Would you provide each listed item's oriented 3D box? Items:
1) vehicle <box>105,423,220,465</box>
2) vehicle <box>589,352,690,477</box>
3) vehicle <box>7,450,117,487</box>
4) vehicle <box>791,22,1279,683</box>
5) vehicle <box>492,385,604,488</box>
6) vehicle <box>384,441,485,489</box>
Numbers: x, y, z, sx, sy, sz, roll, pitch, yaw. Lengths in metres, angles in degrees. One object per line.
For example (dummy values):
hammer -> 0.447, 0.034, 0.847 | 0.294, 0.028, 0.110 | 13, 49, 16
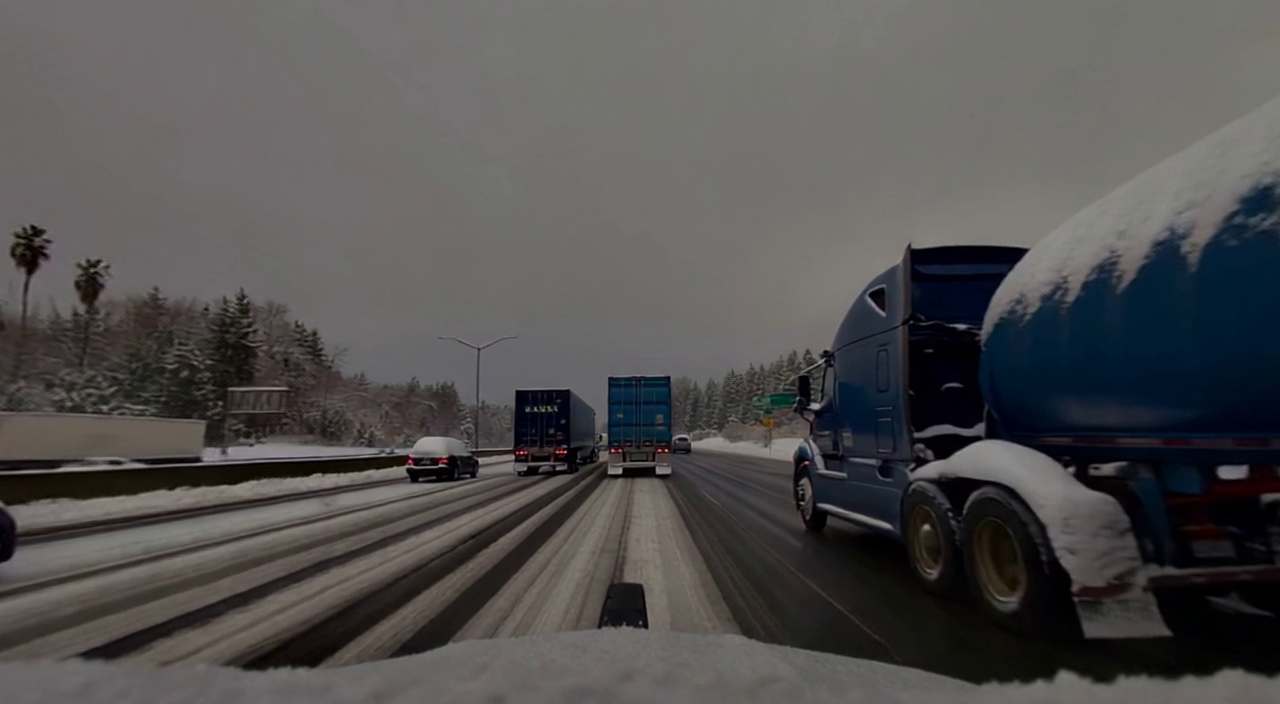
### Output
vehicle -> -31.554, 6.125, 42.015 | 2.618, 2.576, 6.182 | -1, -8, 2
vehicle -> -0.002, 3.370, 28.729 | 3.097, 3.856, 18.209 | -1, -9, 0
vehicle -> -24.516, 4.913, 26.894 | 1.495, 1.363, 3.346 | -2, -8, 1
vehicle -> 4.138, 0.347, 7.204 | 3.066, 3.991, 6.942 | 0, -8, 1
vehicle -> -3.226, 3.462, 25.511 | 2.786, 3.228, 11.082 | 0, -8, 0
vehicle -> -6.900, 3.810, 21.711 | 1.916, 1.465, 4.451 | 0, -8, 1
